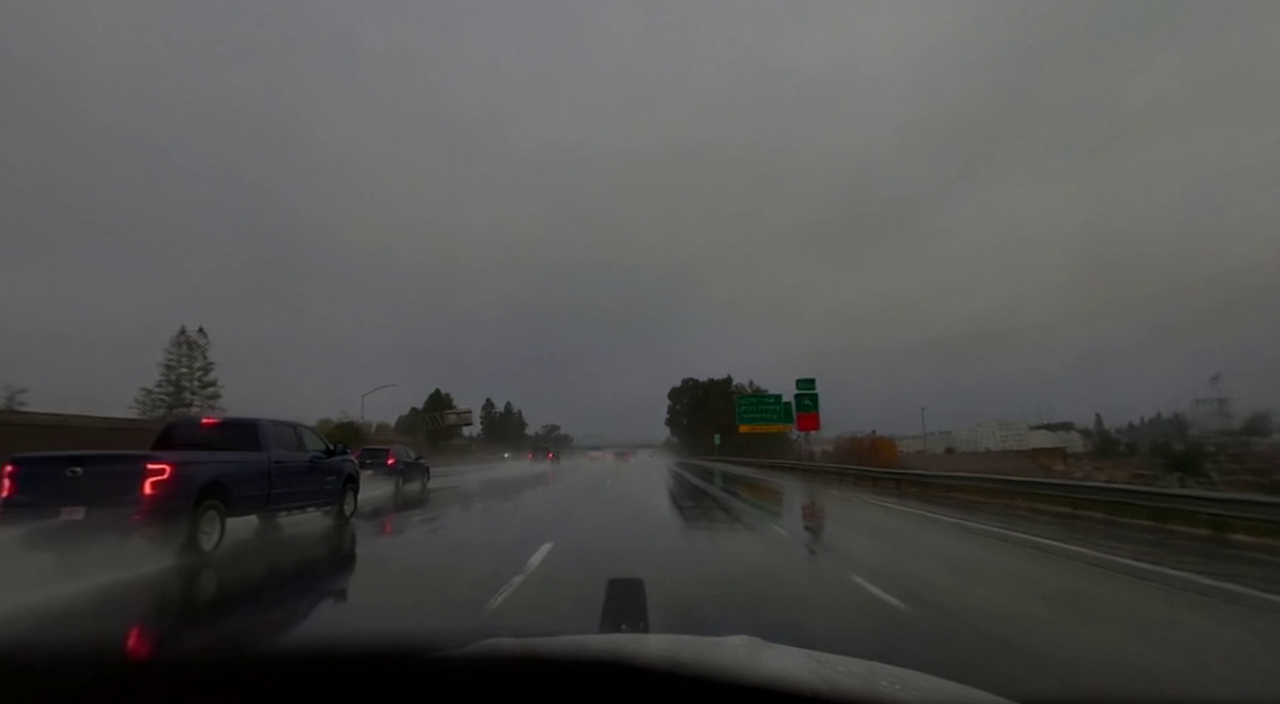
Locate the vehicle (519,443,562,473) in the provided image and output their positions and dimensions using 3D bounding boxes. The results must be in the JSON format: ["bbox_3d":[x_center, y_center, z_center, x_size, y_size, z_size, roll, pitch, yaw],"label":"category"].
[{"bbox_3d":[-6.162,6.594,39.610,2.009,1.735,4.358,0,-8,0],"label":"vehicle"}]

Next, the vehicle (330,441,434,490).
[{"bbox_3d":[-9.773,4.295,24.322,2.060,1.662,4.469,0,-8,1],"label":"vehicle"}]

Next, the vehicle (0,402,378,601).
[{"bbox_3d":[-6.242,1.804,8.879,2.403,1.773,6.276,0,-8,0],"label":"vehicle"}]
